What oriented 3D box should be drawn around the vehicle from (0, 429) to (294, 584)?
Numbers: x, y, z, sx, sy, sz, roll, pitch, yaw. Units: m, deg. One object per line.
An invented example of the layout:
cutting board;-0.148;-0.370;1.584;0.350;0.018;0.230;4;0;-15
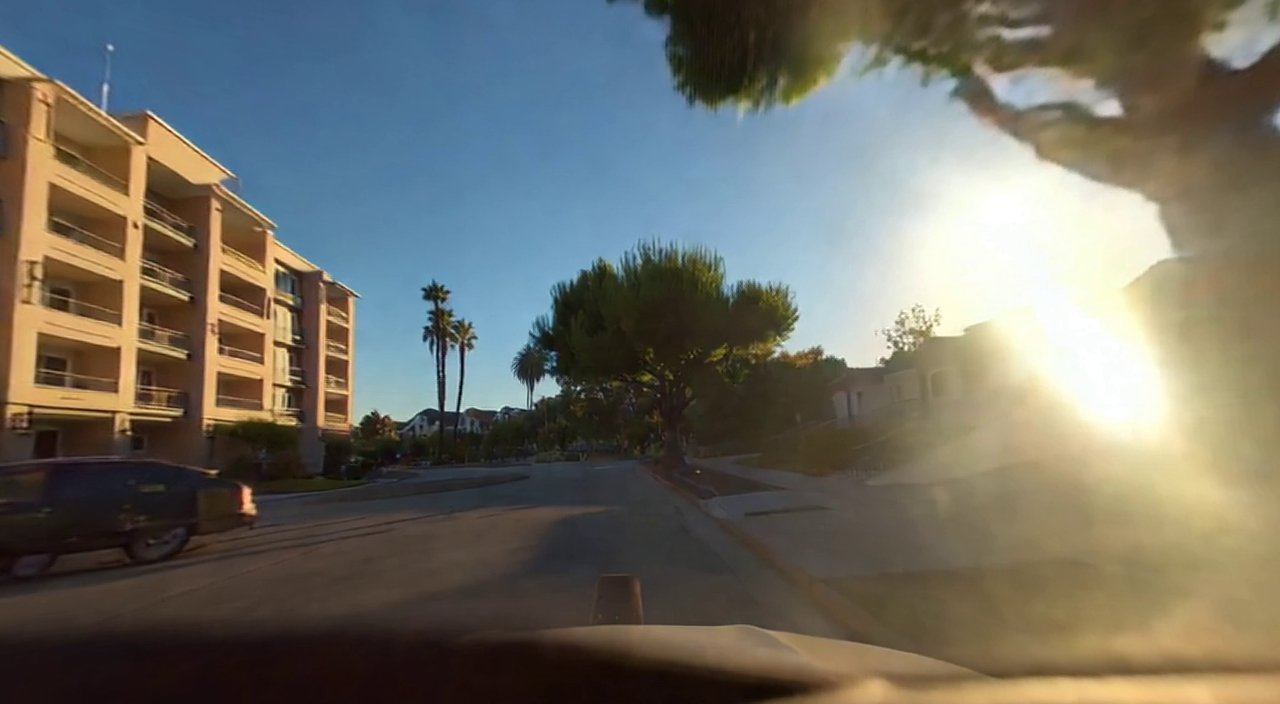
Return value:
vehicle;-7.182;1.847;7.715;4.803;1.520;1.894;-2;-7;-6
